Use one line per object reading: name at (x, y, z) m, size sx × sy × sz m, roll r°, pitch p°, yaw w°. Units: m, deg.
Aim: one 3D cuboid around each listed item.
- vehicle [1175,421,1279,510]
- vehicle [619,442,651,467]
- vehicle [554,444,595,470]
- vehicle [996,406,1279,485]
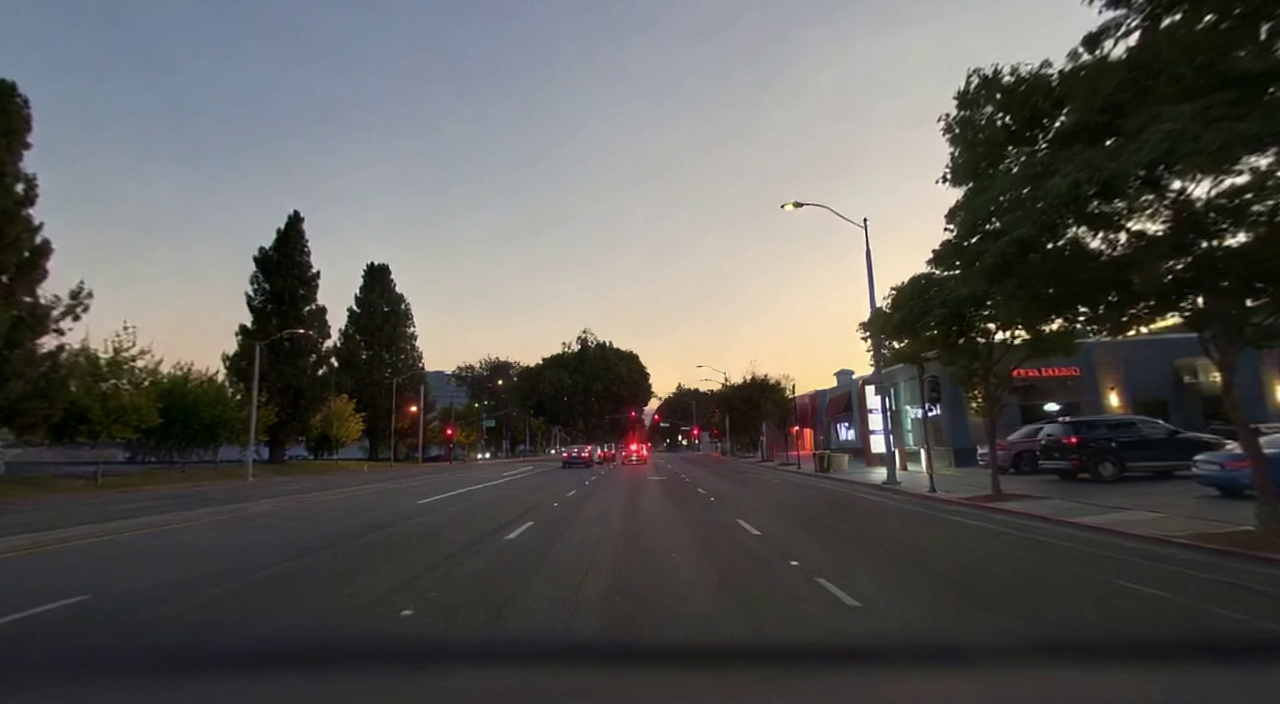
vehicle at (13.061, 2.029, 11.508) m, size 4.569 × 1.483 × 2.127 m, roll -1°, pitch -9°, yaw 3°
vehicle at (-0.341, 6.792, 41.983) m, size 2.042 × 1.555 × 3.912 m, roll 0°, pitch -9°, yaw 0°
vehicle at (-3.981, 6.465, 39.160) m, size 2.020 × 1.457 × 4.496 m, roll 0°, pitch -9°, yaw 0°
vehicle at (13.495, 2.548, 17.164) m, size 6.063 × 1.949 × 2.531 m, roll 0°, pitch -9°, yaw 2°
